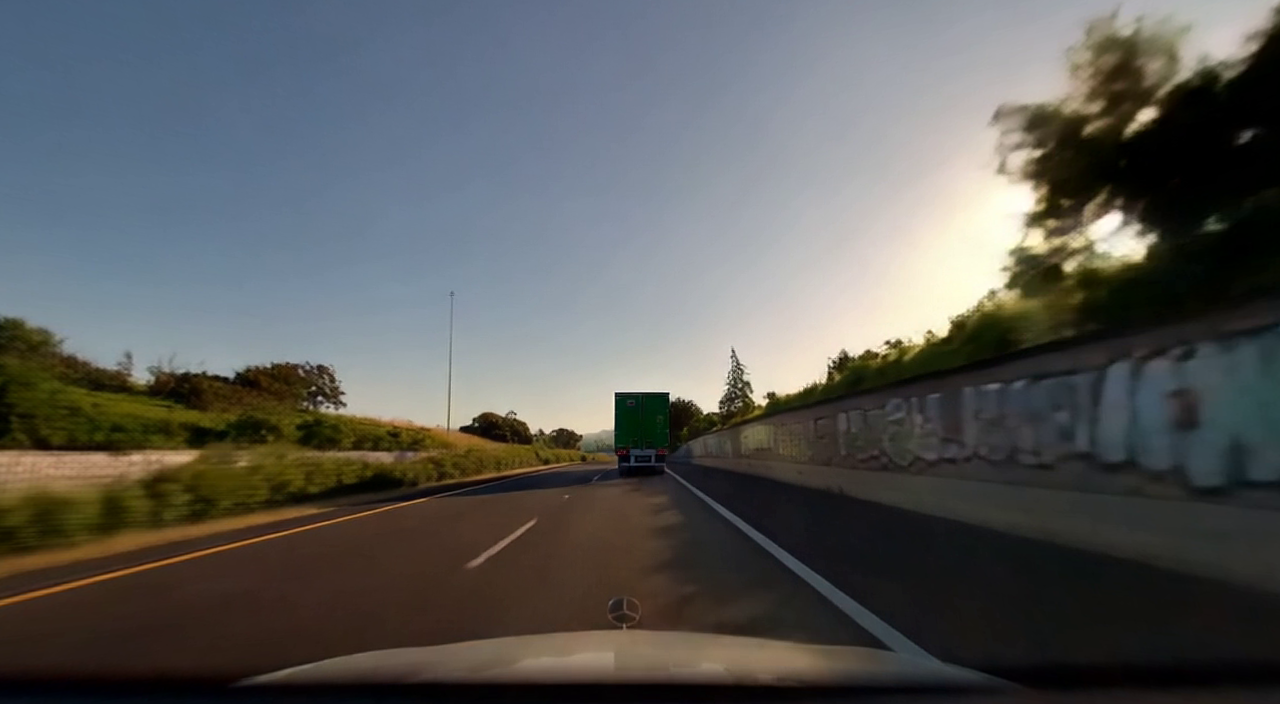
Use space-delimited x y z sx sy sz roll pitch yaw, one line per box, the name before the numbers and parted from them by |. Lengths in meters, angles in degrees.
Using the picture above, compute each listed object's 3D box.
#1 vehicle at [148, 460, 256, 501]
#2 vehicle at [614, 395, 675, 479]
vehicle | -17.148 5.001 24.874 1.725 1.422 3.480 0 -9 0
vehicle | 0.124 4.826 35.040 2.900 3.955 10.151 0 -9 -1
